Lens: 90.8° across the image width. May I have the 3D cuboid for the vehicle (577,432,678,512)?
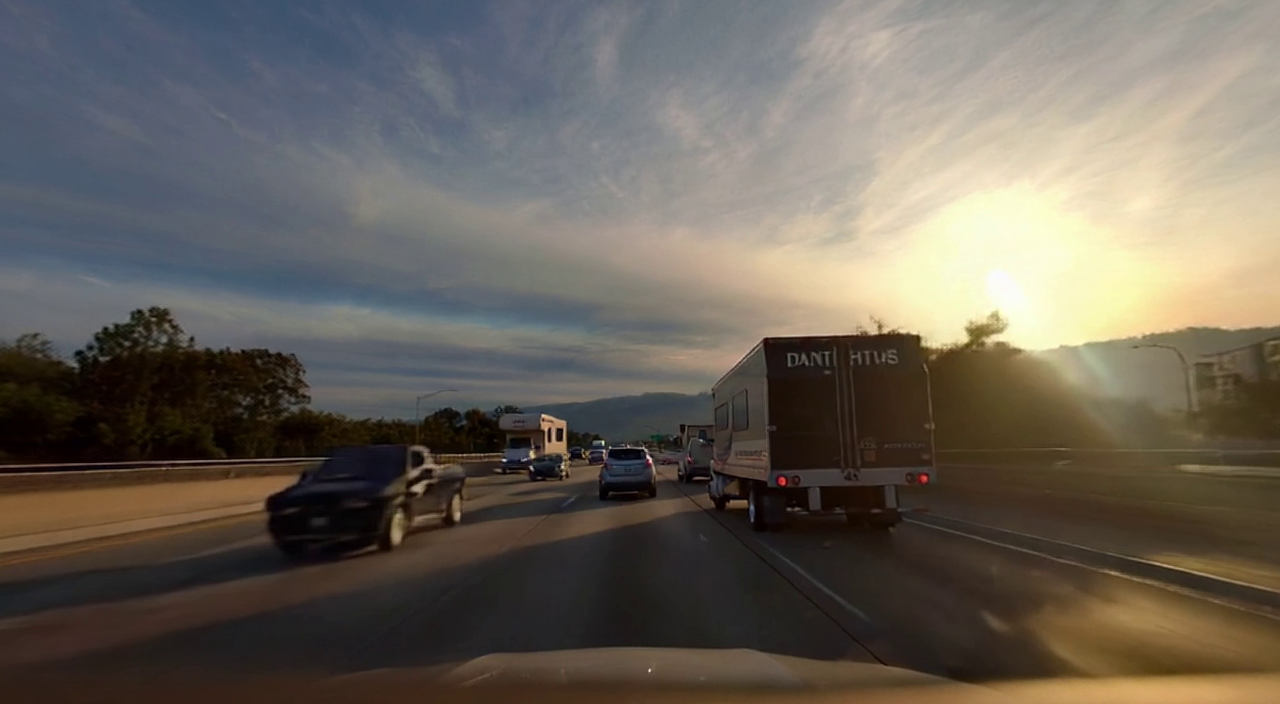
[{"bbox_3d":[-0.285,2.938,15.892,2.201,1.719,4.058,0,-9,-1],"label":"vehicle"}]

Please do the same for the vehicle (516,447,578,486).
[{"bbox_3d":[-3.838,4.807,26.710,1.980,1.499,3.944,0,-9,1],"label":"vehicle"}]

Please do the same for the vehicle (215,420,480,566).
[{"bbox_3d":[-4.012,1.998,9.628,2.074,1.717,4.089,0,-9,0],"label":"vehicle"}]

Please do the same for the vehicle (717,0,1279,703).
[{"bbox_3d":[2.901,-0.242,3.109,2.934,4.123,15.785,0,-9,0],"label":"vehicle"}]
